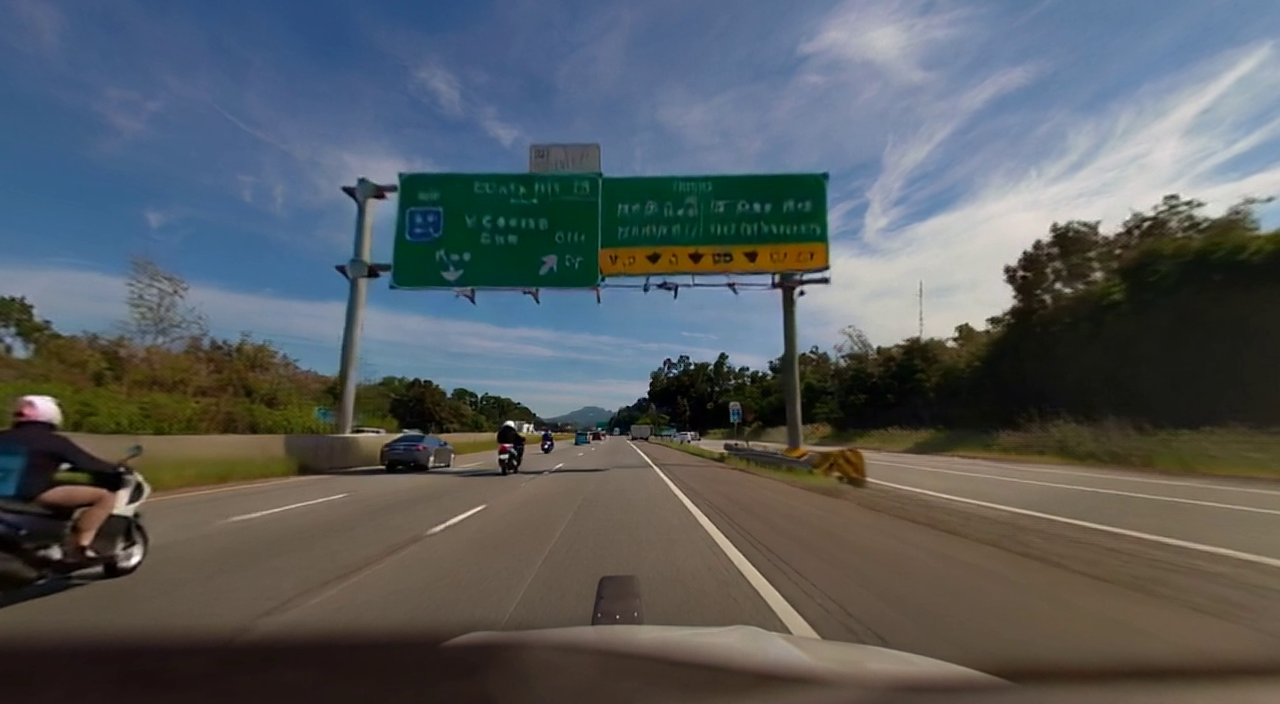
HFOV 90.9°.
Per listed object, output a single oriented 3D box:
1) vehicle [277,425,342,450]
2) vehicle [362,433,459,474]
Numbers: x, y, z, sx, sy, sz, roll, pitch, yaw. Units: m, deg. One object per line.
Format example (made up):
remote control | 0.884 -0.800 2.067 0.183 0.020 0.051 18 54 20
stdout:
vehicle | -21.560 5.610 41.297 1.845 1.497 4.587 0 -8 -1
vehicle | -8.673 3.868 24.336 2.053 1.409 4.704 0 -8 -1
